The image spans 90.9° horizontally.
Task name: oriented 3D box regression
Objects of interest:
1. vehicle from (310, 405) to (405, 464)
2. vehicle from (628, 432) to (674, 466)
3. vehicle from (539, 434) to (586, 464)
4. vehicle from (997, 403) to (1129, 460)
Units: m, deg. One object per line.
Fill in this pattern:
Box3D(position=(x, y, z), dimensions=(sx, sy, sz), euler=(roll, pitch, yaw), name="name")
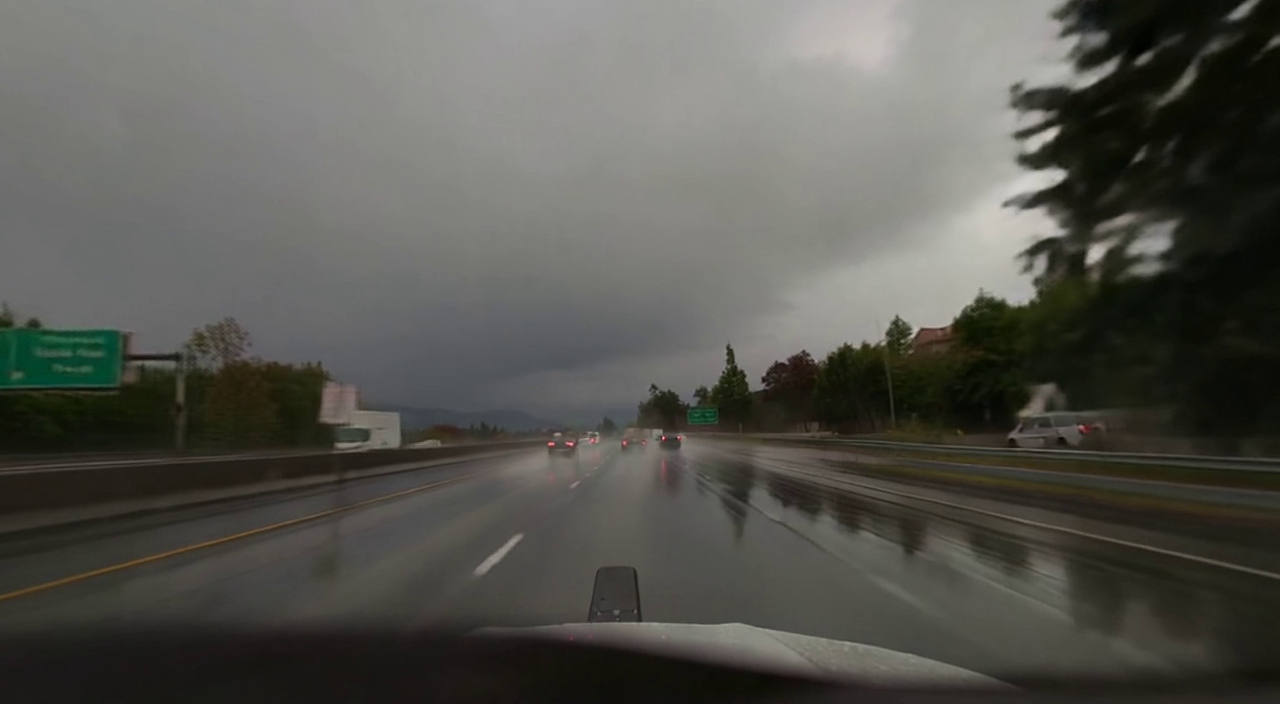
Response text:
Box3D(position=(-20.703, 6.158, 46.950), dimensions=(2.950, 3.849, 9.280), euler=(-1, -8, -1), name="vehicle")
Box3D(position=(0.460, 4.807, 31.481), dimensions=(2.086, 1.554, 3.875), euler=(0, -8, -2), name="vehicle")
Box3D(position=(-4.029, 5.130, 33.426), dimensions=(2.014, 1.471, 4.380), euler=(0, -8, -1), name="vehicle")
Box3D(position=(20.629, 3.989, 31.237), dimensions=(2.232, 2.540, 6.015), euler=(0, -8, -1), name="vehicle")
